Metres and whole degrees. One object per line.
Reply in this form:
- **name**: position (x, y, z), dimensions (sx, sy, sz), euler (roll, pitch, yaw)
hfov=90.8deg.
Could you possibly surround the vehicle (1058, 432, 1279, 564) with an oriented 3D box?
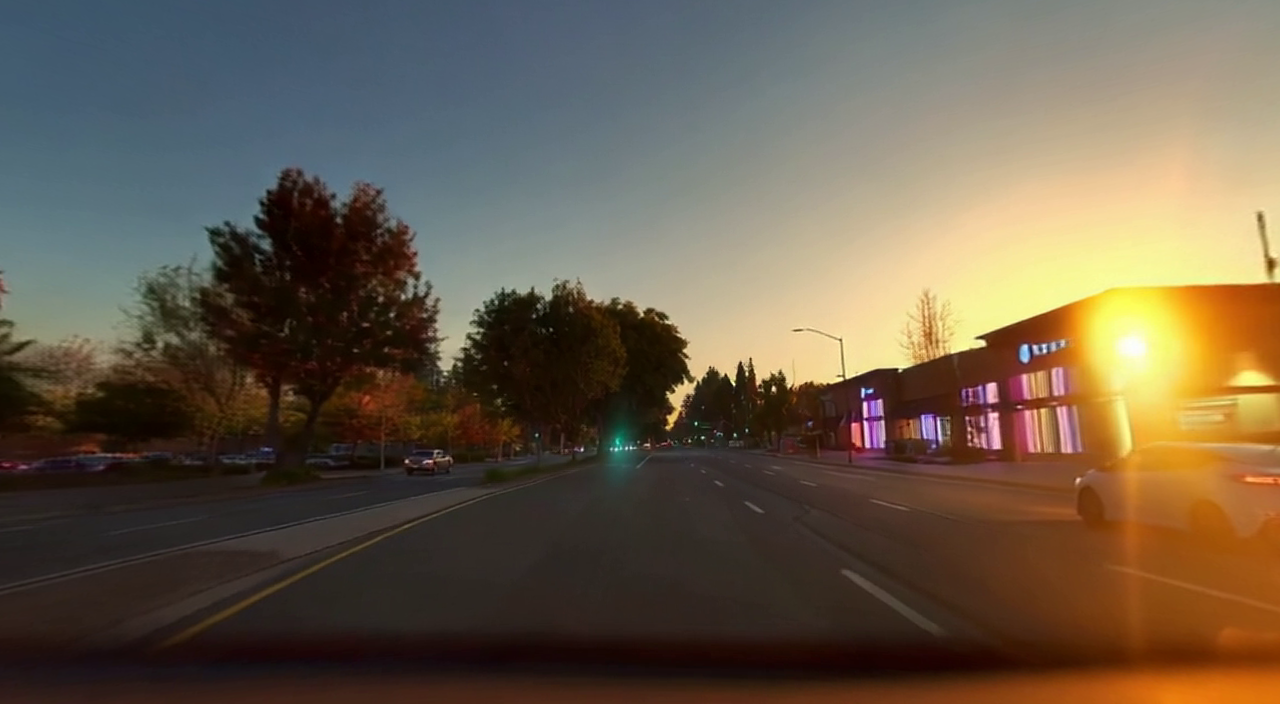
- **vehicle**: position (8.135, 1.867, 8.695), dimensions (1.936, 1.460, 4.258), euler (0, -8, 2)

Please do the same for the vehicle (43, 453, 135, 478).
- **vehicle**: position (-38.694, 7.962, 44.439), dimensions (4.594, 1.564, 1.900), euler (-1, -8, -2)
